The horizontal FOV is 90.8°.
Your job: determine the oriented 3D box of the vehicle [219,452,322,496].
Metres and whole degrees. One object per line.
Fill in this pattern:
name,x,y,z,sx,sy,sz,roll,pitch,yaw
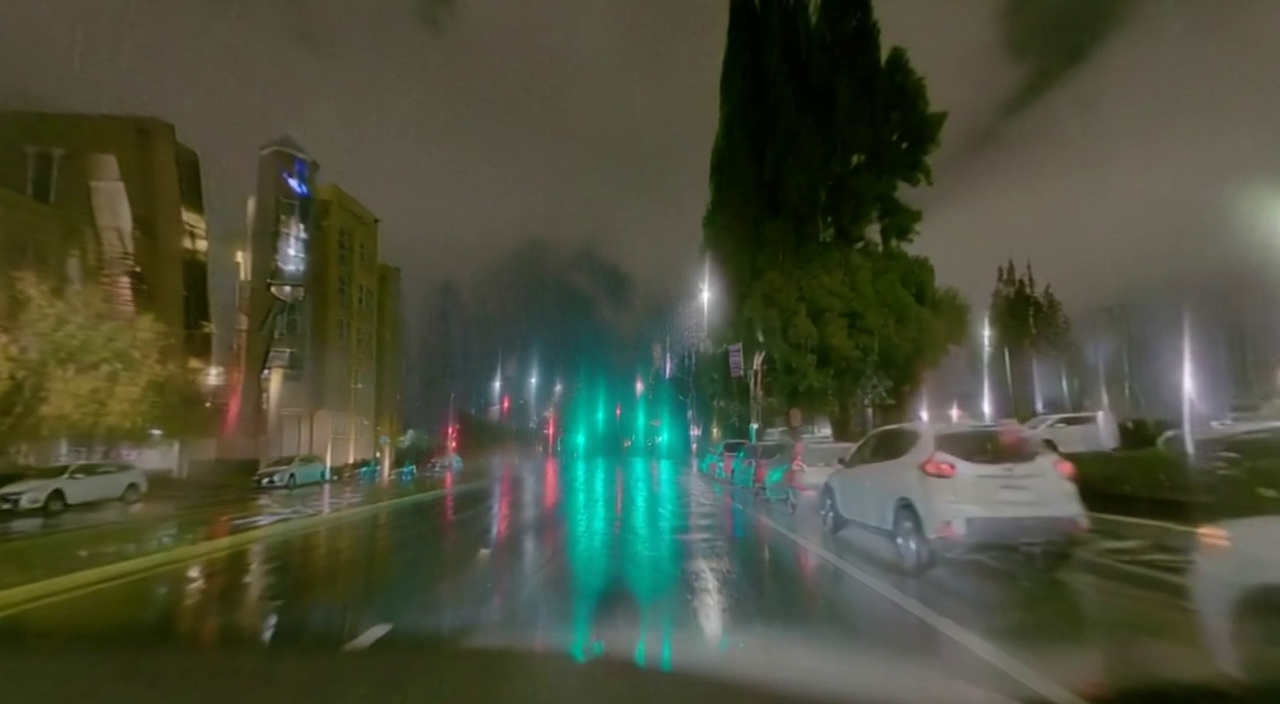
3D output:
vehicle,-14.538,4.786,25.113,1.812,1.544,3.832,0,-8,-1

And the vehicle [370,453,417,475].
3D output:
vehicle,-18.446,8.354,47.465,1.800,1.492,4.663,0,-8,-2

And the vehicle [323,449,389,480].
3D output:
vehicle,-18.305,7.219,40.982,2.221,1.821,4.855,0,-8,-3

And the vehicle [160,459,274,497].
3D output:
vehicle,-18.302,5.441,27.633,1.900,1.427,4.398,0,-8,0

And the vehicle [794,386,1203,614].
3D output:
vehicle,3.342,1.472,7.217,1.968,1.756,4.490,0,-8,-1

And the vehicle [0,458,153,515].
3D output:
vehicle,-18.113,4.281,20.506,1.760,1.566,3.664,0,-8,-3

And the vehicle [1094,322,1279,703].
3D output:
vehicle,3.530,0.539,1.149,1.874,1.707,4.637,0,-8,-1
